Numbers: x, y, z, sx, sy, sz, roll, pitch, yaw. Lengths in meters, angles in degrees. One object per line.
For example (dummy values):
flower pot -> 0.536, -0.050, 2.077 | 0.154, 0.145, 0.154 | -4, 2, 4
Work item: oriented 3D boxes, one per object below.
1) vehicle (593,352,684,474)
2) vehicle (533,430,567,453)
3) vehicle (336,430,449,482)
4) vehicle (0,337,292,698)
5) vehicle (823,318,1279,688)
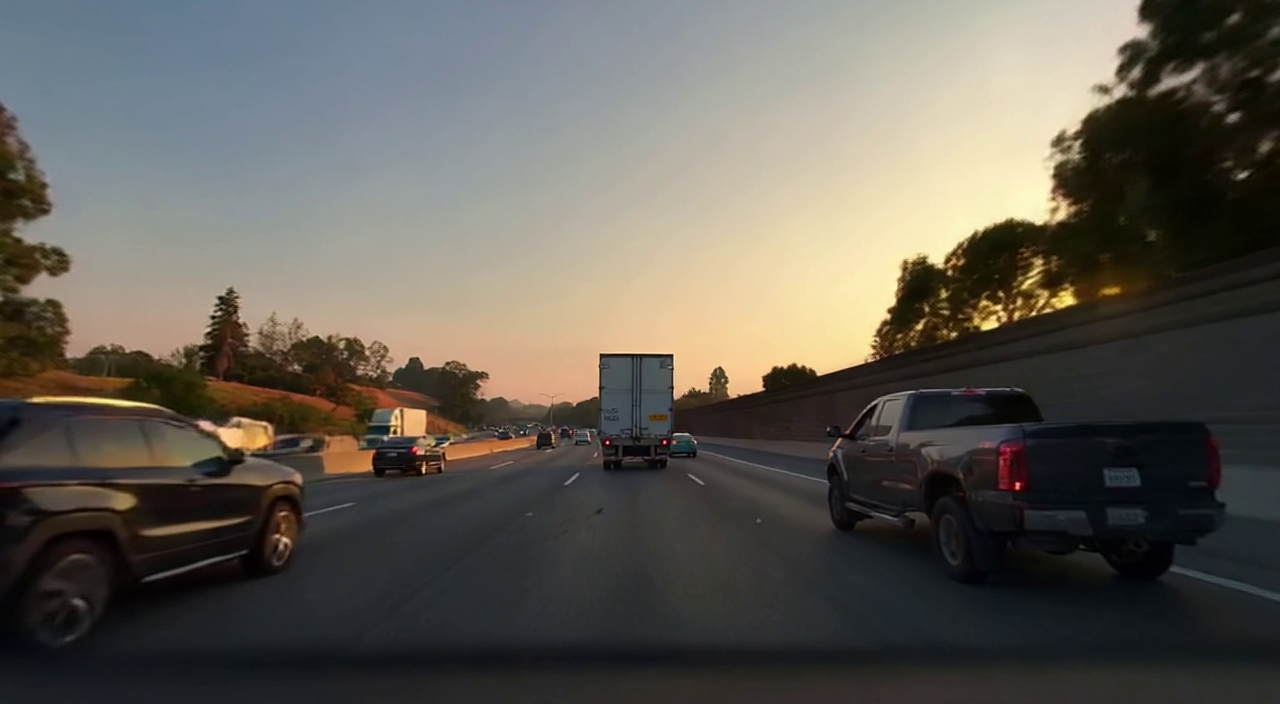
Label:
vehicle -> -0.346, 2.663, 25.526 | 2.904, 3.915, 10.473 | 0, -8, -3
vehicle -> -6.777, 6.784, 47.581 | 2.134, 1.650, 4.133 | 0, -8, -2
vehicle -> -7.848, 3.316, 20.403 | 2.059, 1.500, 4.001 | 0, -8, -1
vehicle -> -4.206, 0.857, 3.411 | 2.134, 1.752, 4.375 | 0, -8, -1
vehicle -> 3.500, 1.060, 5.638 | 2.118, 1.832, 4.901 | 0, -8, -2
